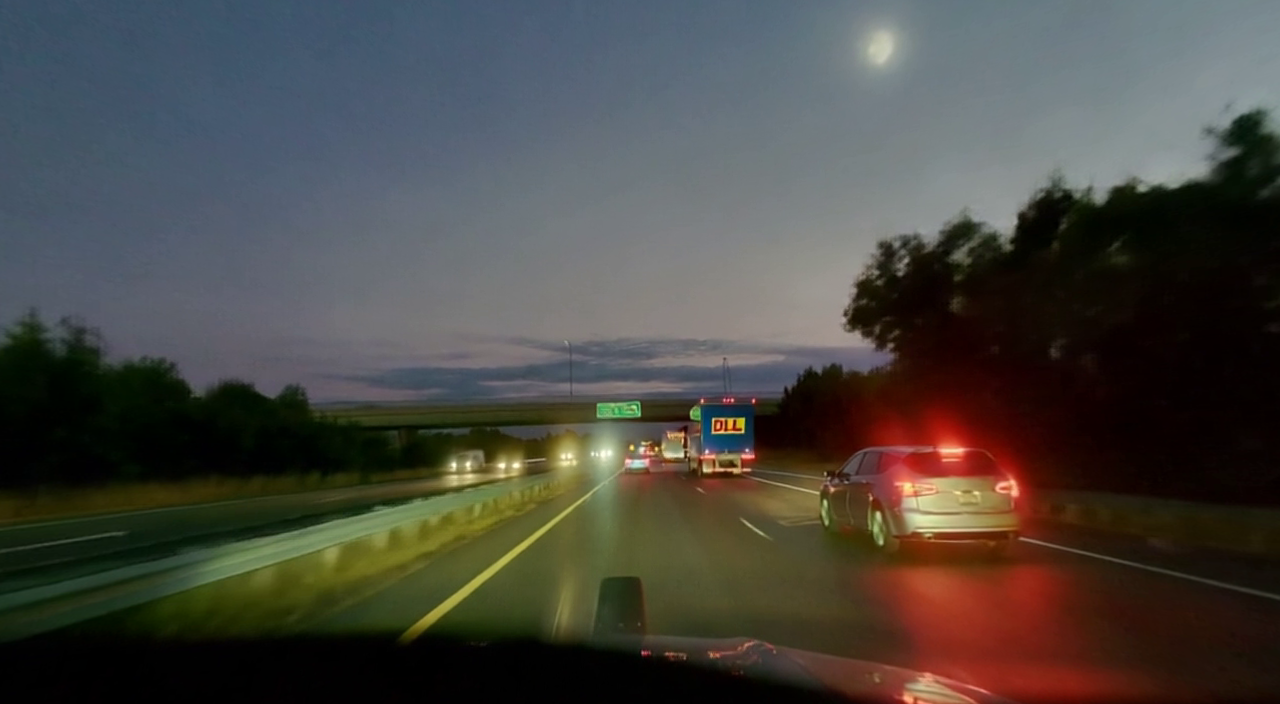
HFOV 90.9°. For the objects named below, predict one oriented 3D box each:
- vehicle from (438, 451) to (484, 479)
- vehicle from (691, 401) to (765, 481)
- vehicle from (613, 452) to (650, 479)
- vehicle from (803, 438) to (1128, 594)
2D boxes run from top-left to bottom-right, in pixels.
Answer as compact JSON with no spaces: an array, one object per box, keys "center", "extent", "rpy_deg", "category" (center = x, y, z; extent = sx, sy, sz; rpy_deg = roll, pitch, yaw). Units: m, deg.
[{"center":[-13.677,8.629,48.506],"extent":[2.061,1.979,4.742],"rpy_deg":[-1,-9,1],"category":"vehicle"},{"center":[4.729,5.075,35.740],"extent":[2.838,3.985,8.010],"rpy_deg":[0,-9,-1],"category":"vehicle"},{"center":[-0.455,6.665,37.155],"extent":[2.055,1.445,3.661],"rpy_deg":[0,-9,0],"category":"vehicle"},{"center":[3.651,1.893,8.136],"extent":[1.894,1.452,4.164],"rpy_deg":[0,-9,-1],"category":"vehicle"}]
